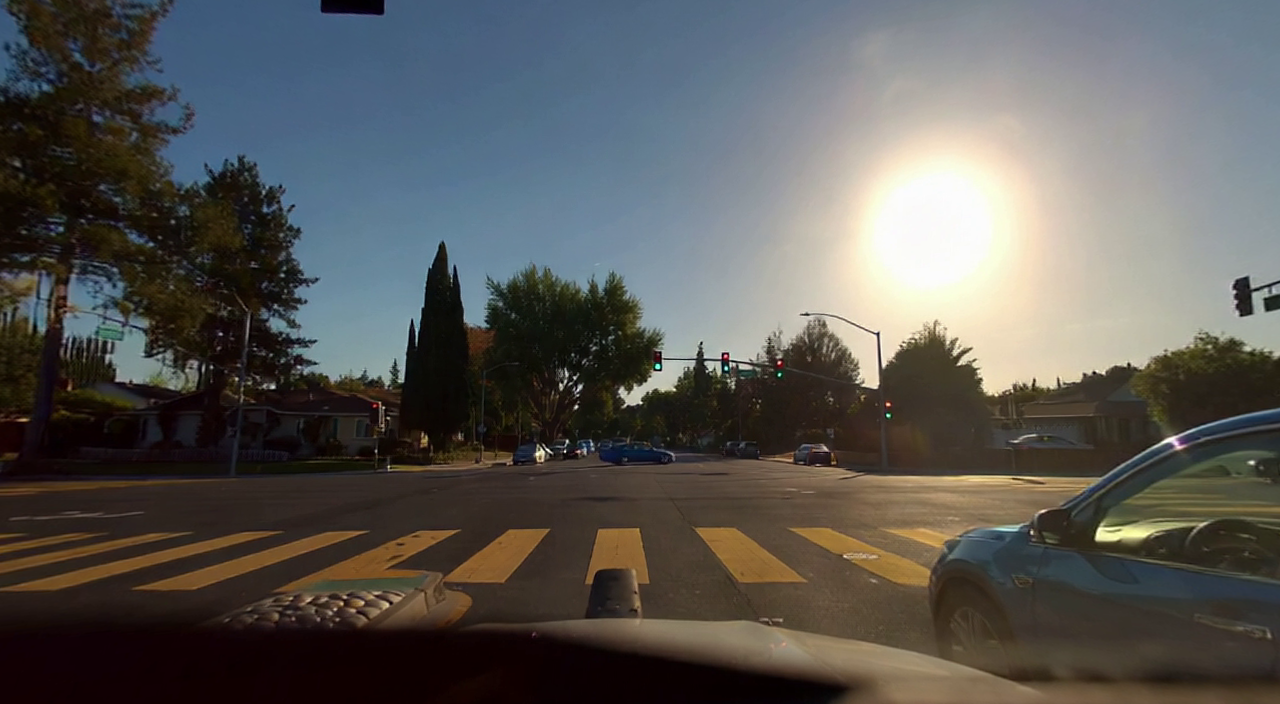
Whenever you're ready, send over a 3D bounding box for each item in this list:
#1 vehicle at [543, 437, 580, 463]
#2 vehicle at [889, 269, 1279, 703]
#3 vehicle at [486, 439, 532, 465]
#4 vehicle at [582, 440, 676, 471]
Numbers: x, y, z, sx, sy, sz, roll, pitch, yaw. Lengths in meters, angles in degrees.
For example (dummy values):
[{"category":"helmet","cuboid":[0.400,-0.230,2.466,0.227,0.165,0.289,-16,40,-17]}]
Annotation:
[{"category":"vehicle","cuboid":[-5.531,6.980,44.985,2.091,1.707,4.157,0,-9,0]},{"category":"vehicle","cuboid":[2.705,0.706,1.712,2.085,1.800,4.908,0,-9,1]},{"category":"vehicle","cuboid":[-8.951,6.861,43.622,2.028,1.654,5.027,0,-9,1]},{"category":"vehicle","cuboid":[-0.512,5.468,33.647,2.104,1.518,4.999,-8,-12,43]}]
